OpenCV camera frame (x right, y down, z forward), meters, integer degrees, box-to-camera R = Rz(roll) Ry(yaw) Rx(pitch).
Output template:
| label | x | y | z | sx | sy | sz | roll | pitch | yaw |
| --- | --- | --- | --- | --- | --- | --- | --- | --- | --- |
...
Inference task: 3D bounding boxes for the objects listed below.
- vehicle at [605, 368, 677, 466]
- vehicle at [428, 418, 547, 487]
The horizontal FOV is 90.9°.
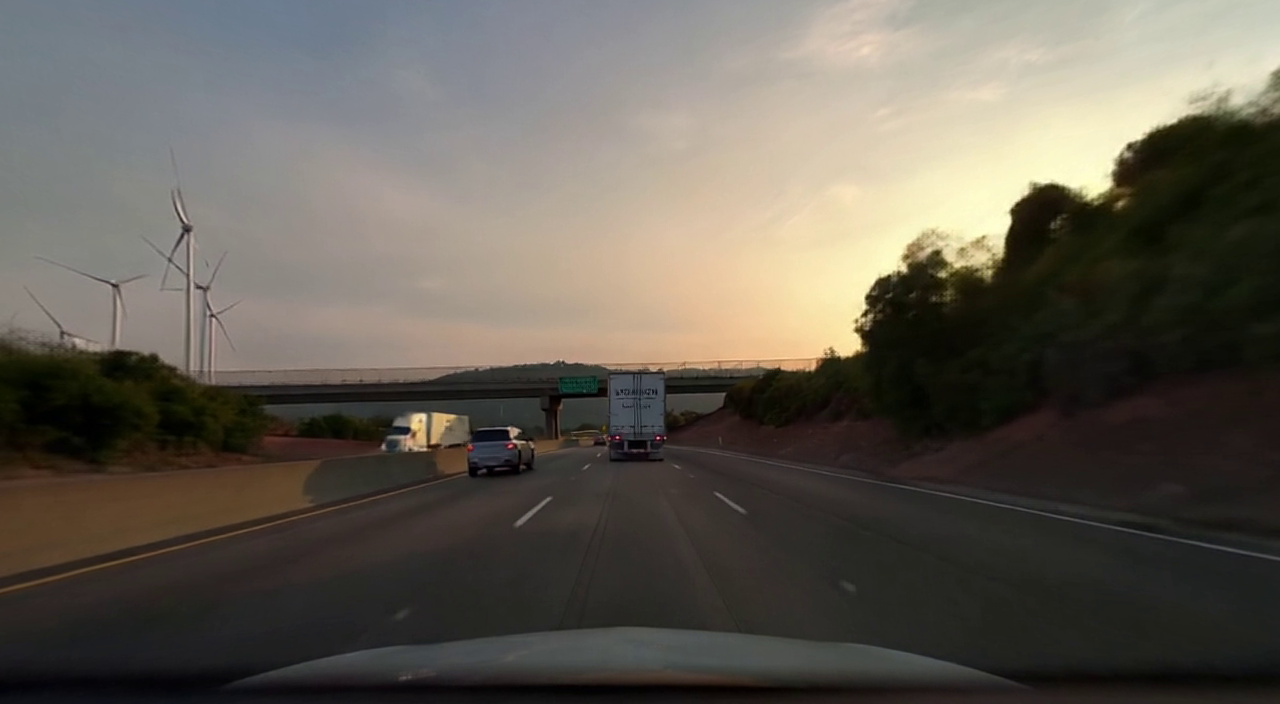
| label | x | y | z | sx | sy | sz | roll | pitch | yaw |
| --- | --- | --- | --- | --- | --- | --- | --- | --- | --- |
| vehicle | -0.121 | 3.481 | 32.082 | 2.906 | 3.990 | 12.551 | 0 | -8 | -2 |
| vehicle | -4.130 | 2.815 | 18.043 | 2.167 | 1.686 | 4.946 | 0 | -8 | 0 |
